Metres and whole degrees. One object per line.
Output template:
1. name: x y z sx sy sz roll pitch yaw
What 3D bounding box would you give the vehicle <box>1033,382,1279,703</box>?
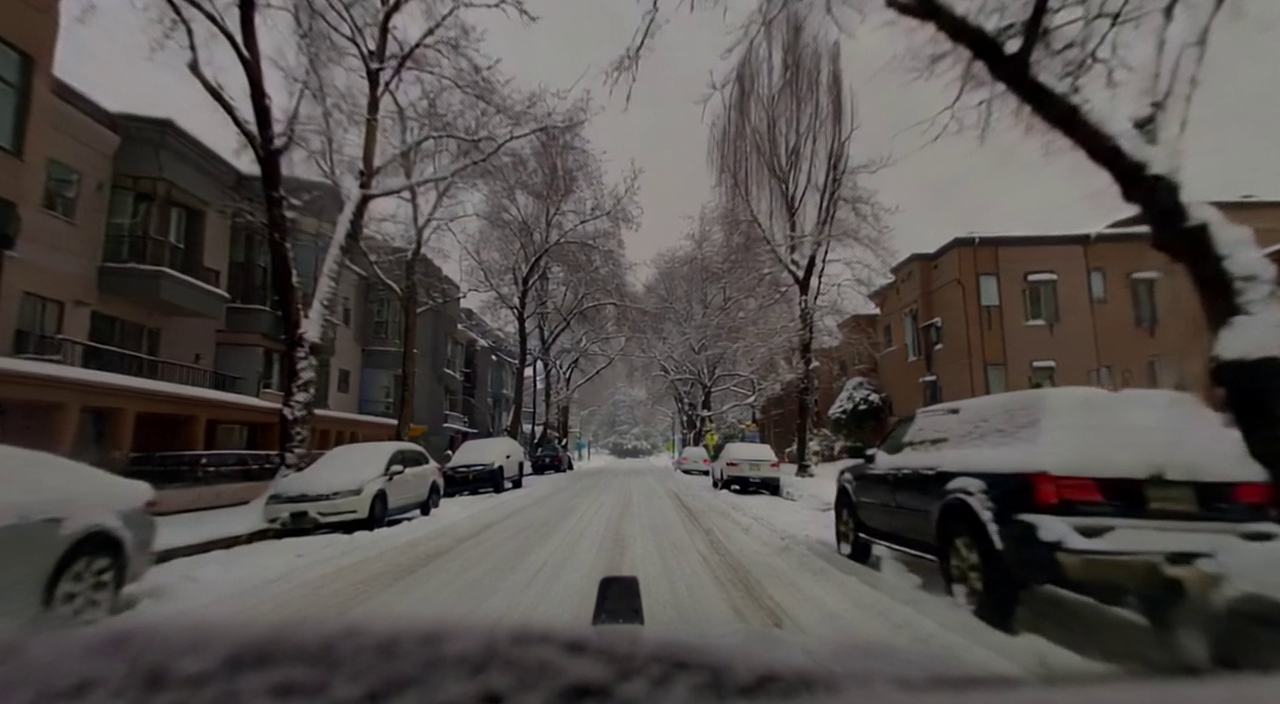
1. vehicle: 3.593 0.808 1.593 1.988 1.652 5.017 0 -8 0

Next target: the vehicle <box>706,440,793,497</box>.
1. vehicle: 3.832 4.179 23.133 2.137 1.848 4.953 0 -8 -2

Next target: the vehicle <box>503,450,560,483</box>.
1. vehicle: -5.800 6.182 34.476 2.328 1.610 5.161 0 -8 -1

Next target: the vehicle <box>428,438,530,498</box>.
1. vehicle: -5.877 4.296 23.922 2.499 2.008 5.293 0 -8 0

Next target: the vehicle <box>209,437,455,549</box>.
1. vehicle: -5.938 2.753 13.266 2.431 1.718 5.431 -3 -8 0

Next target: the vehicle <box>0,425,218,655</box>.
1. vehicle: -5.617 1.309 4.039 2.256 1.590 5.488 -2 -8 -2
